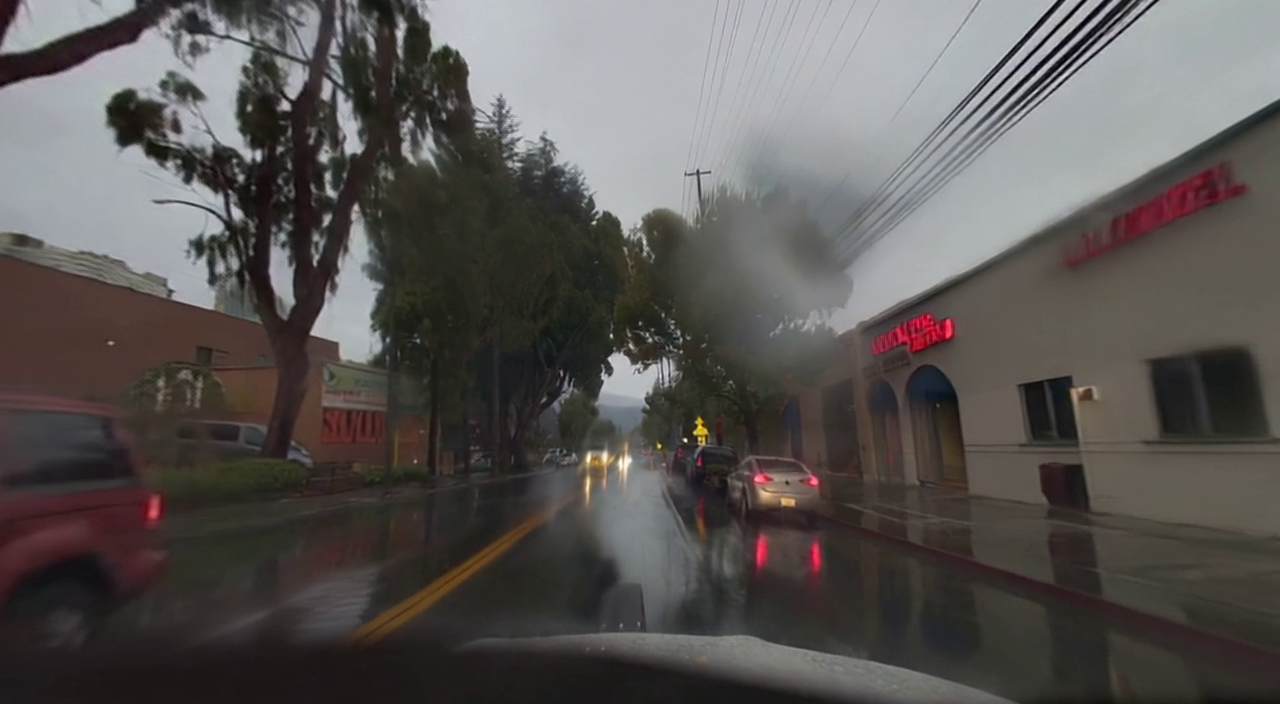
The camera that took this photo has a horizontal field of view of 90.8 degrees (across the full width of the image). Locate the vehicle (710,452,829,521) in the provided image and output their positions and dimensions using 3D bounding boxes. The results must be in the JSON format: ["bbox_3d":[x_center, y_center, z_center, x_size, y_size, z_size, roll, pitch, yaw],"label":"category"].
[{"bbox_3d":[2.923,3.112,15.177,1.877,1.373,3.854,0,-8,-3],"label":"vehicle"}]

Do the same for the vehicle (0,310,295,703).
[{"bbox_3d":[-4.018,0.788,2.544,2.495,1.966,4.846,0,-8,0],"label":"vehicle"}]
